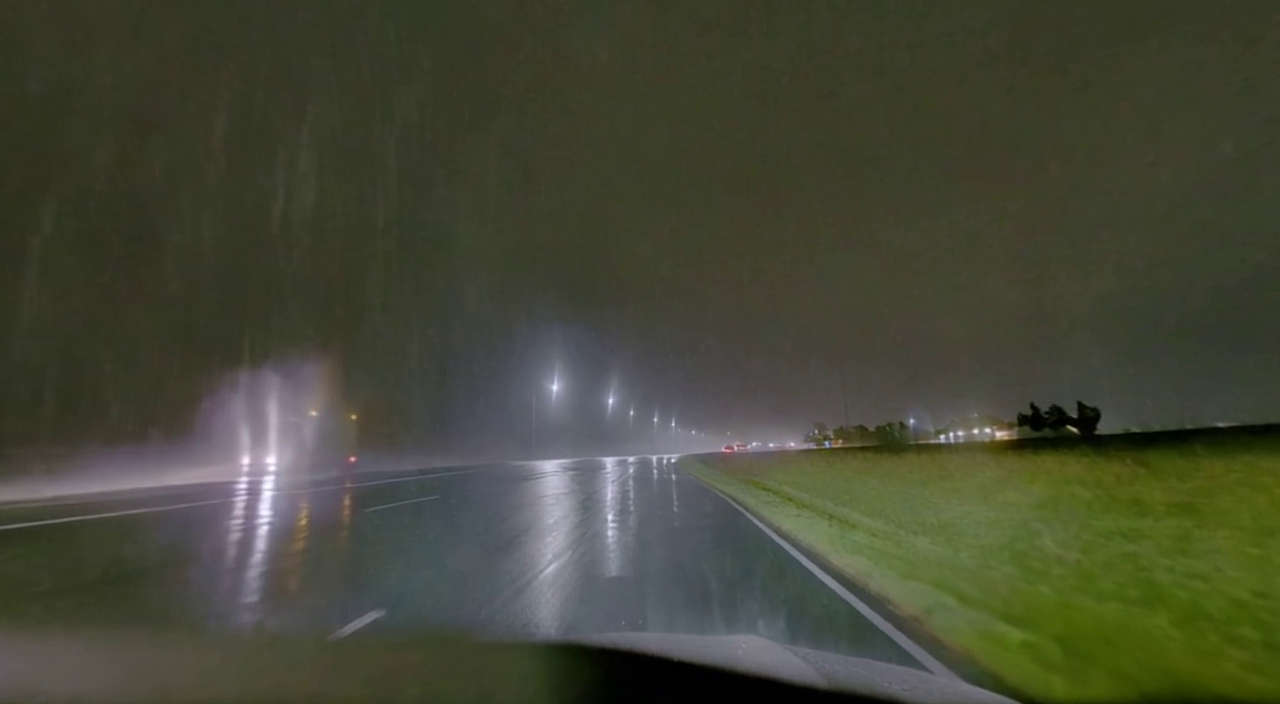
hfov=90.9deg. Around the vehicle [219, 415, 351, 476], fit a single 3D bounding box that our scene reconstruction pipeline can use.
[{"bbox_3d":[-19.847,5.347,35.928,2.826,3.083,7.520,0,-9,2],"label":"vehicle"}]
